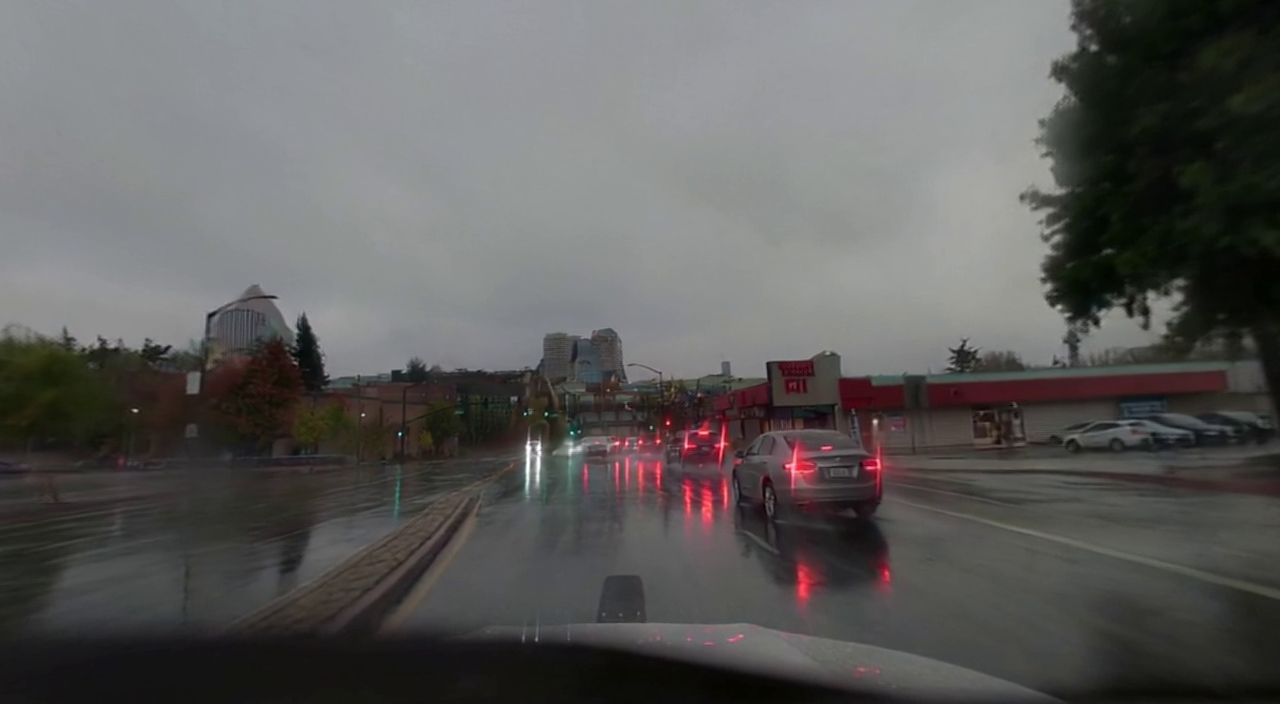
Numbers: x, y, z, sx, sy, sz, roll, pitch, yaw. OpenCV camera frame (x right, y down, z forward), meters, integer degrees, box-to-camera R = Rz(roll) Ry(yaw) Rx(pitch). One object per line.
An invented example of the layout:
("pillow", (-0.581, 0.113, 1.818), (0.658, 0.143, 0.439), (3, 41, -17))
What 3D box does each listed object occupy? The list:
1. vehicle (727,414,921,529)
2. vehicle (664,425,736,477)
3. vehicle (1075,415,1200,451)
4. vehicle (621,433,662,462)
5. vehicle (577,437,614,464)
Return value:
("vehicle", (2.942, 1.993, 11.160), (1.966, 1.596, 3.980), (-1, -8, -4))
("vehicle", (2.228, 3.846, 24.761), (2.046, 1.768, 4.370), (-1, -8, -5))
("vehicle", (28.005, 4.605, 35.702), (5.103, 1.947, 2.207), (0, -8, 0))
("vehicle", (0.037, 6.500, 43.335), (2.216, 1.750, 4.520), (-1, -7, -8))
("vehicle", (-2.758, 6.003, 38.674), (2.068, 1.512, 3.987), (1, -9, -7))
